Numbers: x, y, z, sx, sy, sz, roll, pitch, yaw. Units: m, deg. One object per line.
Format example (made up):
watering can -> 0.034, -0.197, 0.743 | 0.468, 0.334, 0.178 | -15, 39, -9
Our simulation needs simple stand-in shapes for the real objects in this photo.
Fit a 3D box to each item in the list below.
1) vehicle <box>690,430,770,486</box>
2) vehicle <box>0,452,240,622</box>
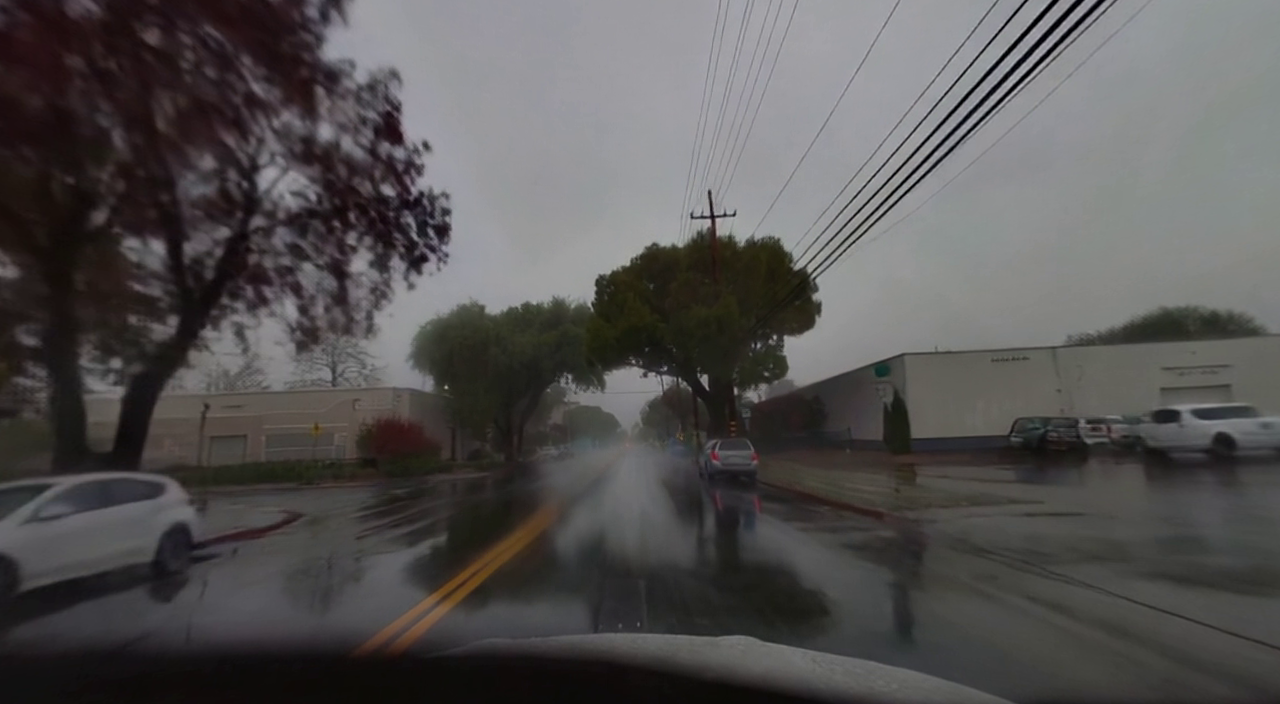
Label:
vehicle -> 3.159, 3.868, 23.367 | 2.138, 1.820, 5.218 | 0, -8, 0
vehicle -> -6.498, 1.861, 6.659 | 1.804, 1.403, 4.174 | -3, -8, 1
